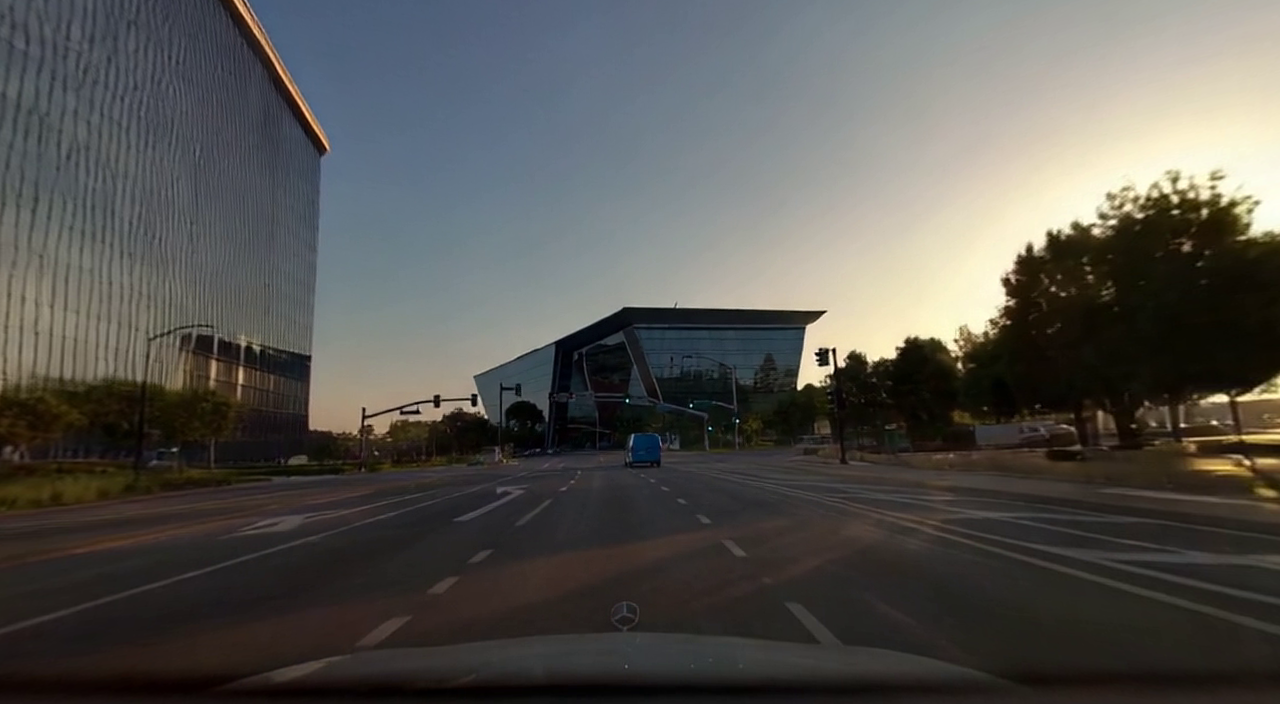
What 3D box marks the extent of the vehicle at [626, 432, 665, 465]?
[{"bbox_3d":[0.342,7.002,45.948,2.339,2.244,4.817,0,-8,-6],"label":"vehicle"}]
